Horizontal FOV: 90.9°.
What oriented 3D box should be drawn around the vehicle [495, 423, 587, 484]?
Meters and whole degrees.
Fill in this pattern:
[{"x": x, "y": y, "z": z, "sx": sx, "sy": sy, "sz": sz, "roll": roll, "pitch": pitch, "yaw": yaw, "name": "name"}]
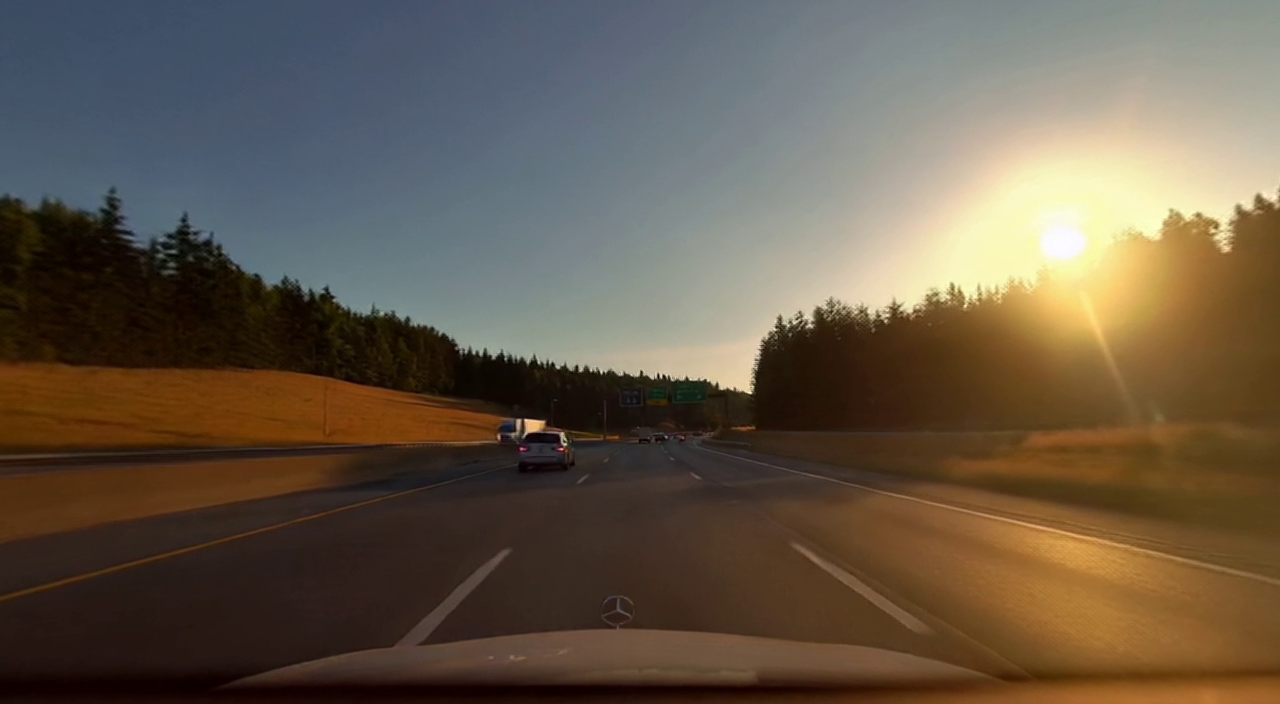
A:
[{"x": -2.859, "y": 3.036, "z": 19.227, "sx": 2.084, "sy": 1.654, "sz": 4.080, "roll": 0, "pitch": -8, "yaw": 1, "name": "vehicle"}]
